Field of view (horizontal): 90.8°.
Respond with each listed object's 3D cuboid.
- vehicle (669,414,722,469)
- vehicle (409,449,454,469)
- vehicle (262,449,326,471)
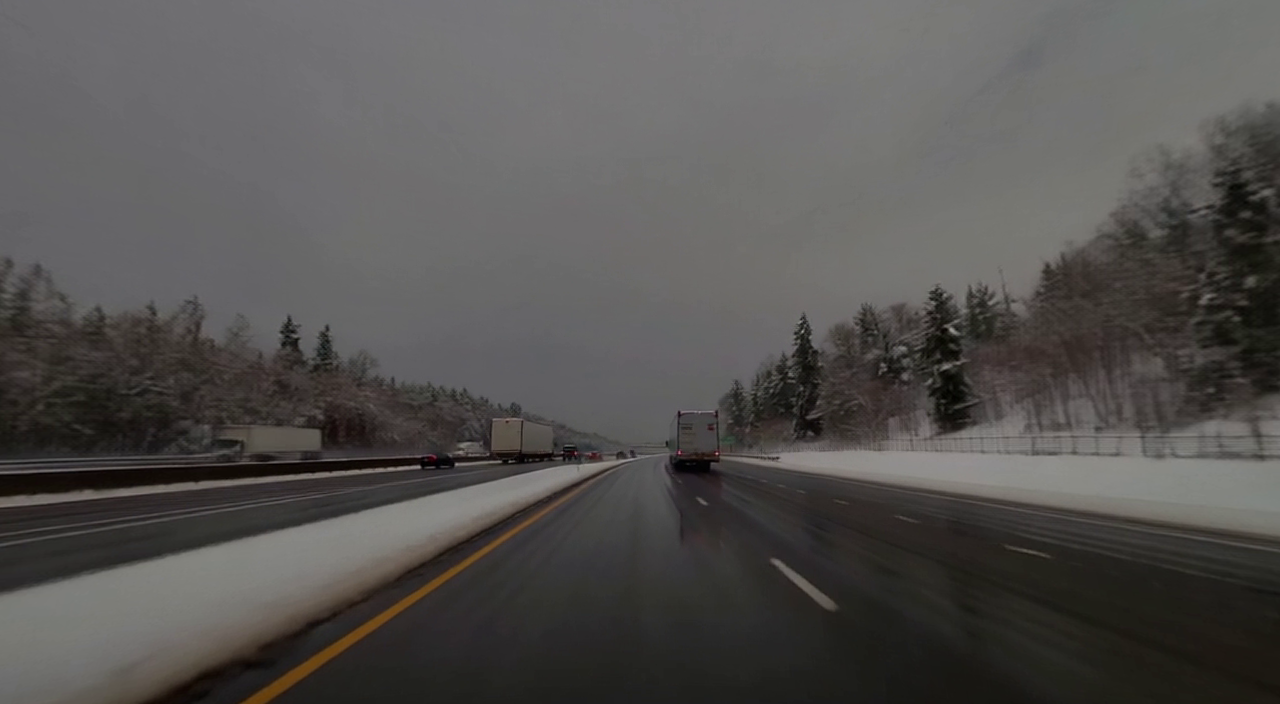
[{"bbox_3d":[3.973,6.965,48.682,2.928,3.595,13.975,0,-9,0],"label":"vehicle"},{"bbox_3d":[-15.867,8.151,48.171,1.833,1.438,4.011,-1,-9,3],"label":"vehicle"},{"bbox_3d":[-24.367,7.600,44.606,1.917,1.462,4.392,-1,-9,3],"label":"vehicle"}]
